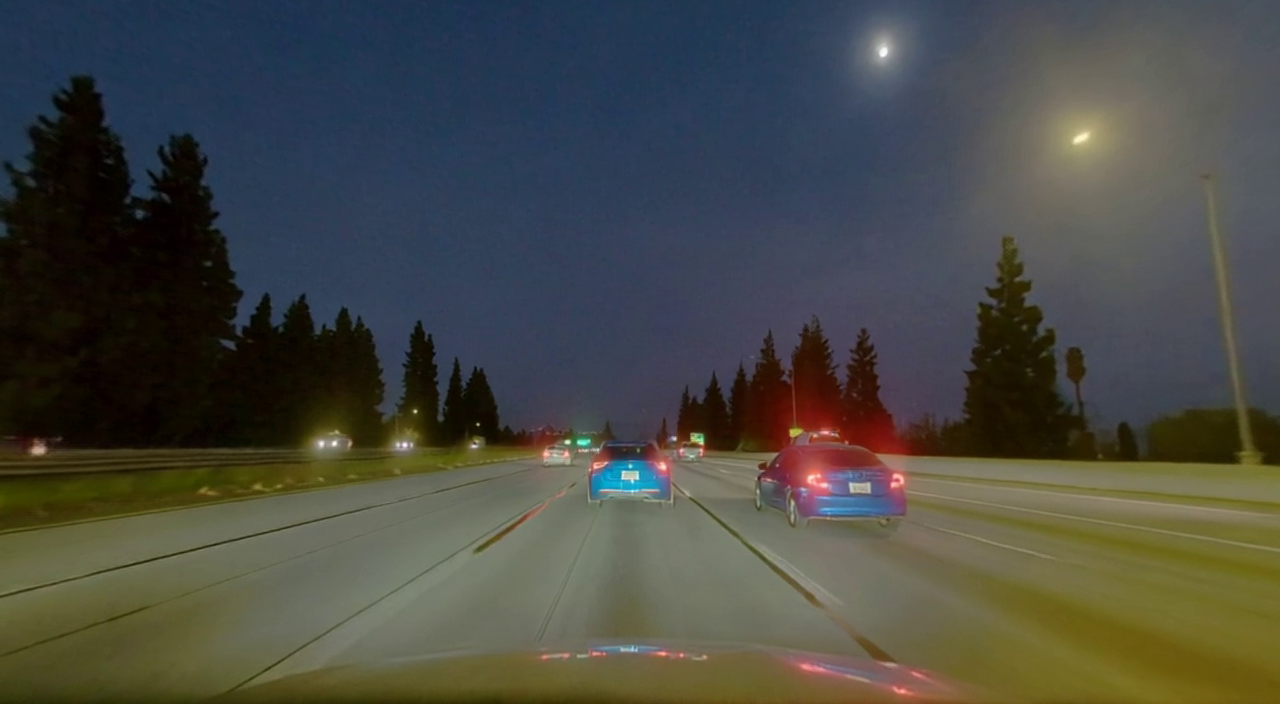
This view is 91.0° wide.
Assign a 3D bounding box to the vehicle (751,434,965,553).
[{"bbox_3d":[3.246,2.184,10.442,1.975,1.532,4.227,1,-9,-1],"label":"vehicle"}]

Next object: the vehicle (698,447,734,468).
[{"bbox_3d":[5.700,7.991,47.911,1.972,1.521,4.498,1,-9,-3],"label":"vehicle"}]

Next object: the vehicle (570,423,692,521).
[{"bbox_3d":[-0.185,2.475,13.400,2.181,1.728,3.970,1,-9,-1],"label":"vehicle"}]

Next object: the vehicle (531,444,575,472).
[{"bbox_3d":[-5.044,6.201,37.070,2.023,1.497,4.526,1,-9,-2],"label":"vehicle"}]
